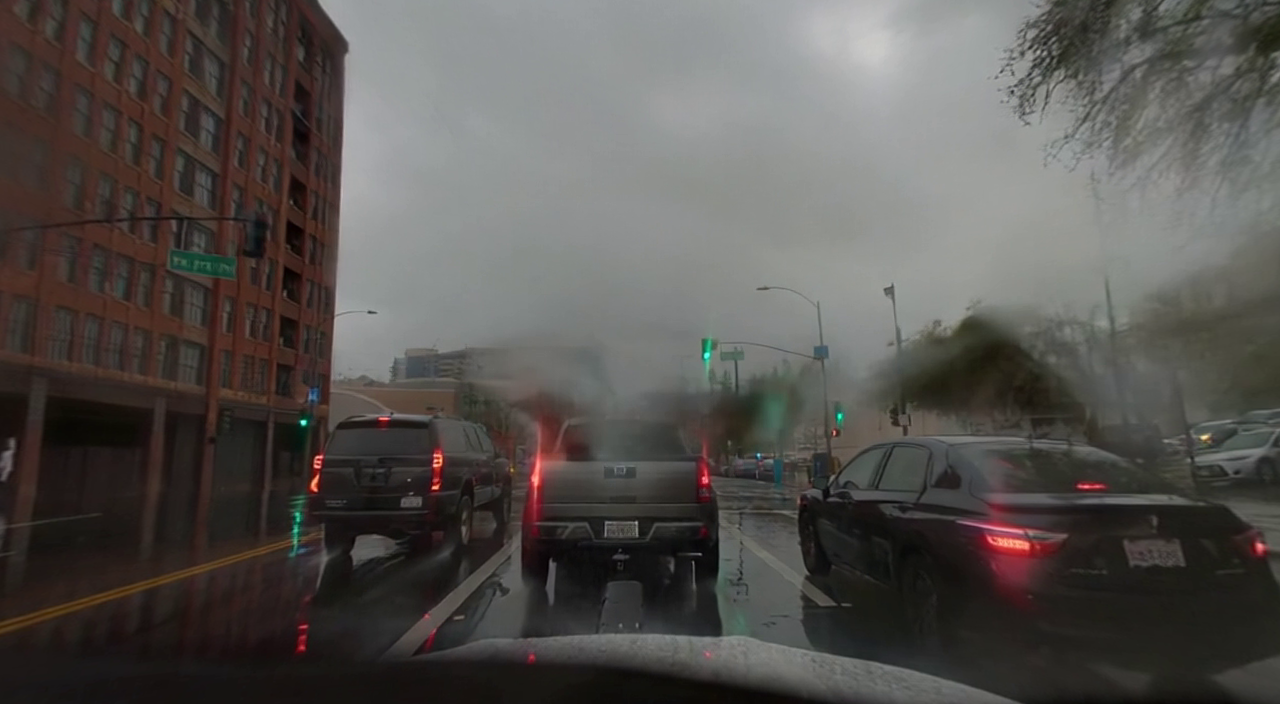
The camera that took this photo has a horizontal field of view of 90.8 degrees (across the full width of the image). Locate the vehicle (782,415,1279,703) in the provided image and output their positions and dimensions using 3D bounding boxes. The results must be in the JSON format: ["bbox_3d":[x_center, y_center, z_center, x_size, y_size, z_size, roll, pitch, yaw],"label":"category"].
[{"bbox_3d":[2.573,1.334,5.024,1.852,1.462,4.155,0,-8,-1],"label":"vehicle"}]

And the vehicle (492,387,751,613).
[{"bbox_3d":[-0.143,1.548,7.513,2.105,1.842,4.537,0,-8,0],"label":"vehicle"}]

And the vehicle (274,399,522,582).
[{"bbox_3d":[-2.834,1.707,8.566,1.855,1.812,4.244,0,-8,-3],"label":"vehicle"}]
